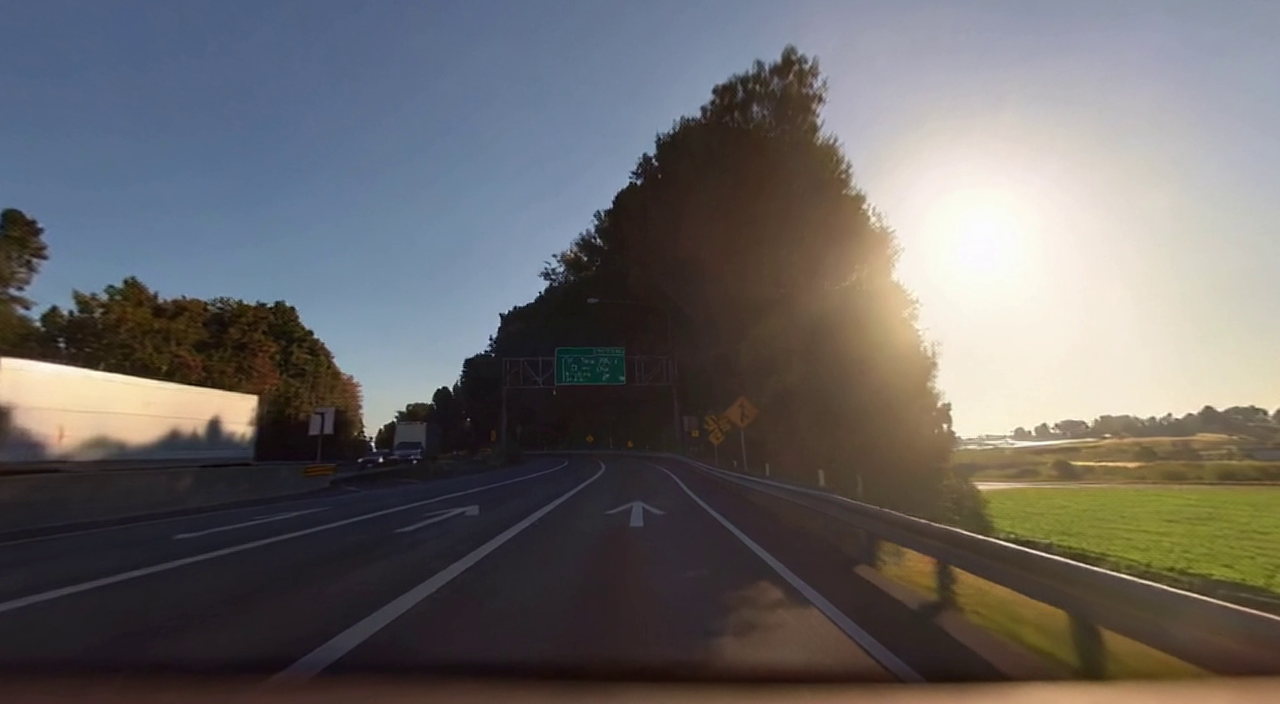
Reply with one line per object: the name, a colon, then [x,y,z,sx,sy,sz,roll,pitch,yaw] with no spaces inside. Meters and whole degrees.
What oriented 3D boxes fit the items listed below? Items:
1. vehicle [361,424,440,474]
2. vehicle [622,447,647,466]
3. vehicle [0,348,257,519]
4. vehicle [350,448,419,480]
vehicle: [-18.797,7.549,49.025,3.061,3.490,8.999,7,-11,-37]
vehicle: [-0.396,8.300,49.955,1.807,1.427,3.645,-1,-9,2]
vehicle: [-14.960,2.257,16.724,2.988,3.568,10.170,0,-9,1]
vehicle: [-14.808,6.504,36.888,2.144,1.764,4.730,0,-9,-1]
